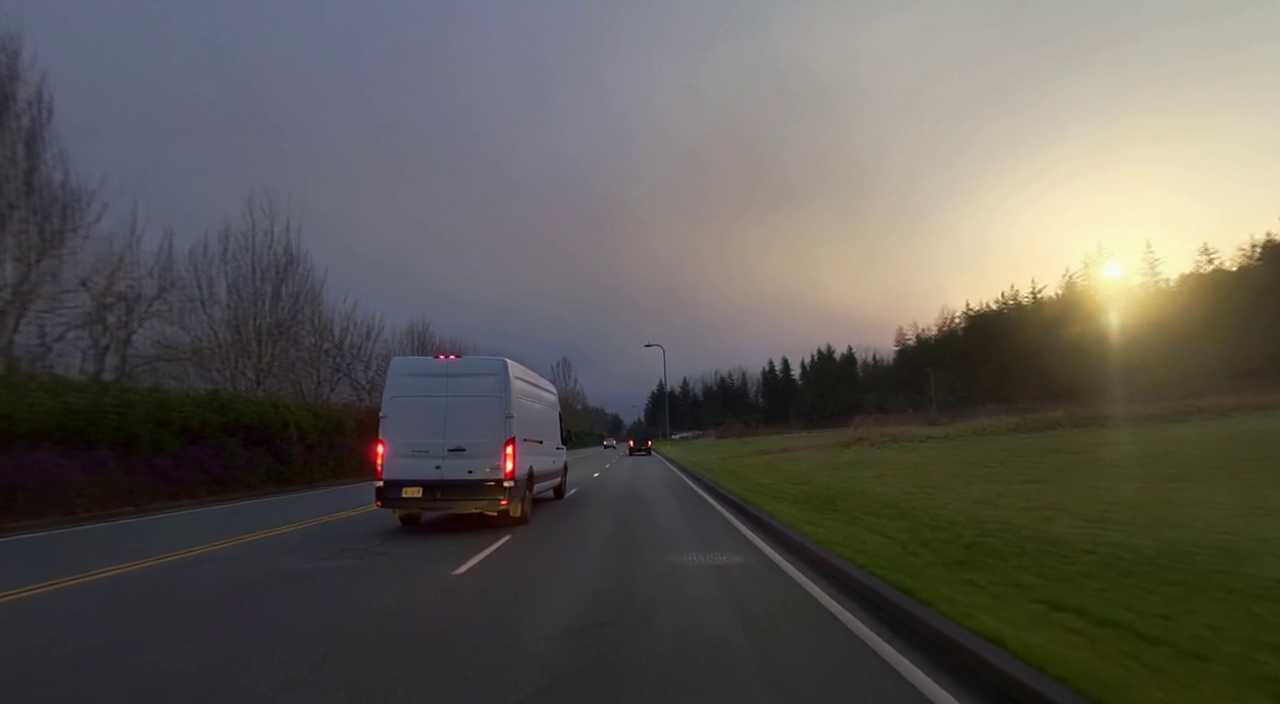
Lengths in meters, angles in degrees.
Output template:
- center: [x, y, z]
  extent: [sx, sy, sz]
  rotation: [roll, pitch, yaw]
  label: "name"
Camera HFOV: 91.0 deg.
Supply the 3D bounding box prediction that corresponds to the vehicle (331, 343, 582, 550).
- center: [-2.615, 1.616, 11.089]
  extent: [2.497, 2.628, 6.016]
  rotation: [0, -8, 1]
  label: "vehicle"
